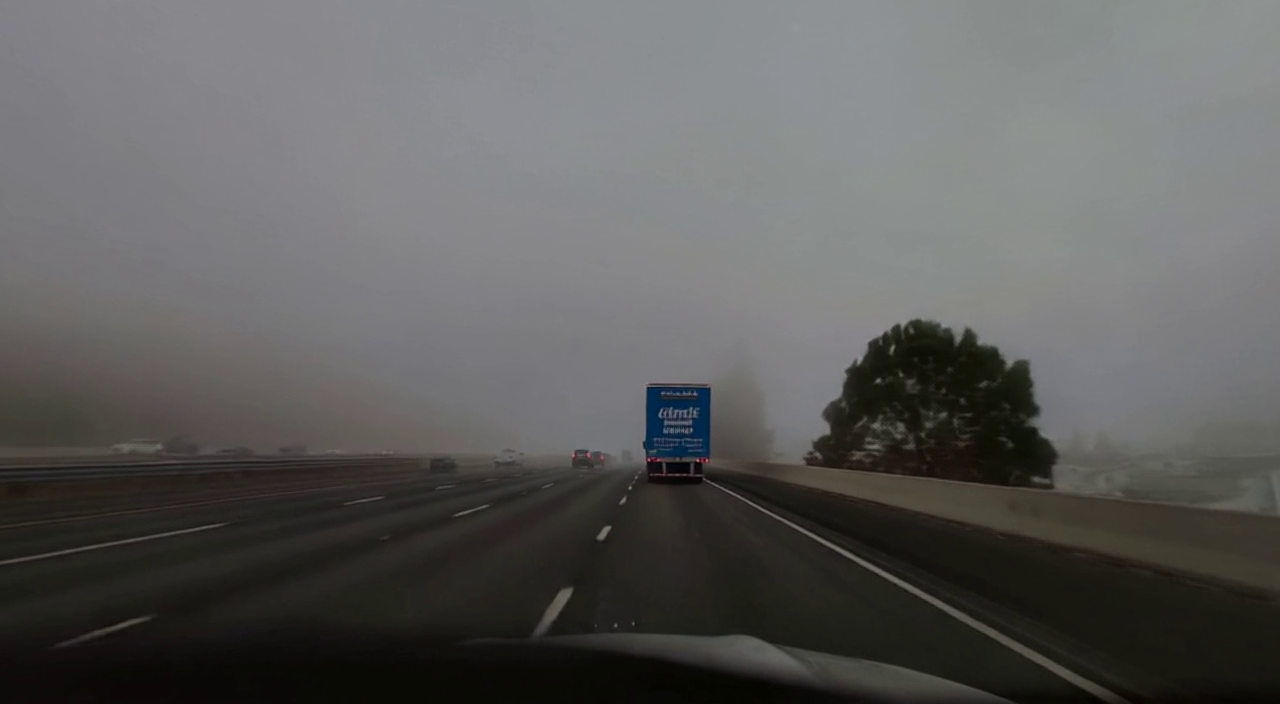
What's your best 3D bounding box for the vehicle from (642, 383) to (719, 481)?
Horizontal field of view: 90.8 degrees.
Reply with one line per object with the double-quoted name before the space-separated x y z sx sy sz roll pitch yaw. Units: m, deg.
"vehicle" 1.749 4.572 34.430 3.140 4.100 15.551 0 -9 0
